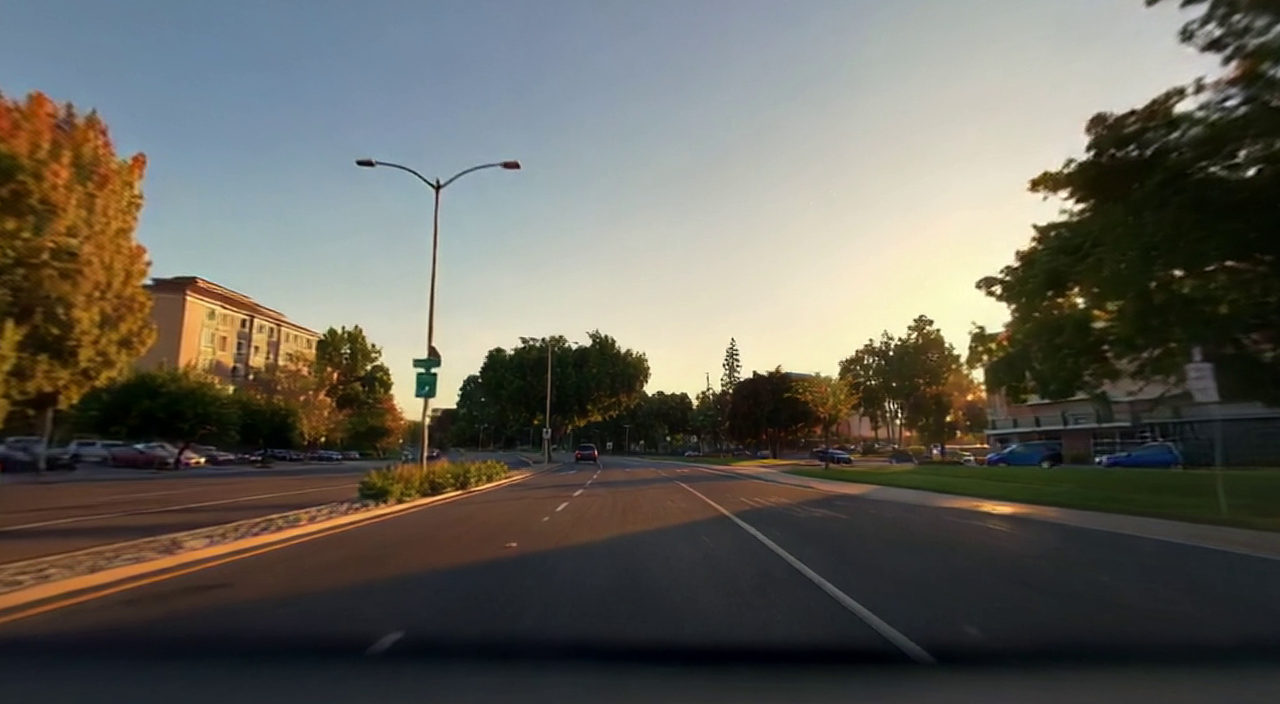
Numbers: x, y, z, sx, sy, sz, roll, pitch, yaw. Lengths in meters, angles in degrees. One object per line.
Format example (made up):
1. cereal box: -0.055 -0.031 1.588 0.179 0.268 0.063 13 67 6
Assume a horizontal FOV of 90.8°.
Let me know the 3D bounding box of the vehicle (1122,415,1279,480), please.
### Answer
1. vehicle: 37.228 5.788 38.267 3.455 3.683 12.209 4 -10 -25

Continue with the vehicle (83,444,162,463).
1. vehicle: -38.420 7.538 47.007 4.162 1.246 1.739 2 -9 -23
